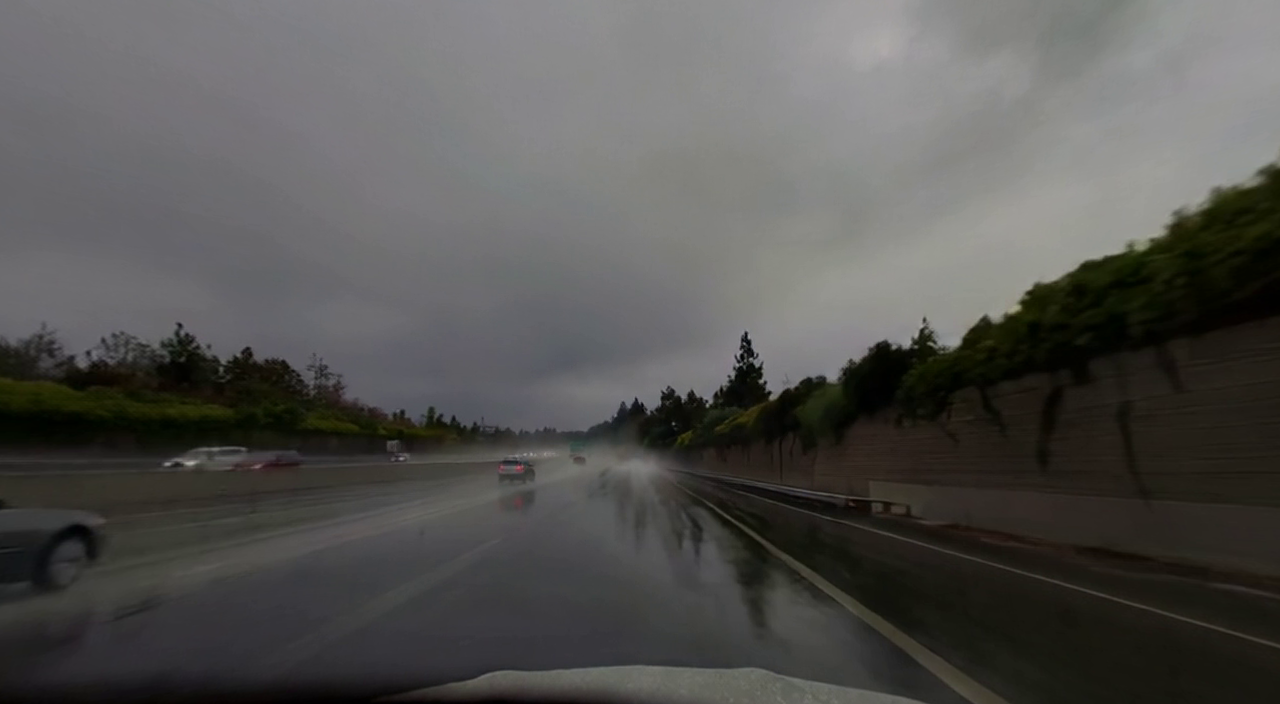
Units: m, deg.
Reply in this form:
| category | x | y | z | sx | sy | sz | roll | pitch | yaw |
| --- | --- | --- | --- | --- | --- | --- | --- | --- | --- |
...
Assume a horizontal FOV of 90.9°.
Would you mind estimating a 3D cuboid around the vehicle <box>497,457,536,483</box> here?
| category | x | y | z | sx | sy | sz | roll | pitch | yaw |
| --- | --- | --- | --- | --- | --- | --- | --- | --- | --- |
| vehicle | -7.853 | 7.519 | 40.347 | 1.742 | 1.494 | 3.795 | 0 | -9 | 0 |
